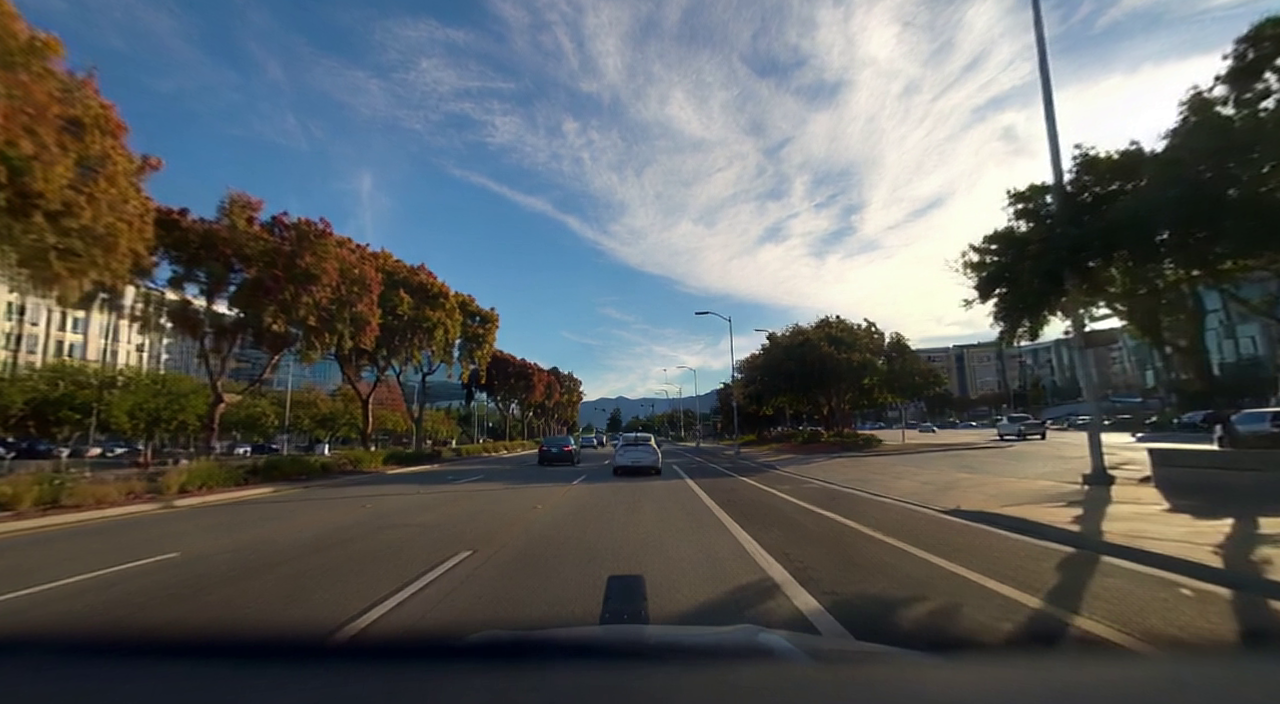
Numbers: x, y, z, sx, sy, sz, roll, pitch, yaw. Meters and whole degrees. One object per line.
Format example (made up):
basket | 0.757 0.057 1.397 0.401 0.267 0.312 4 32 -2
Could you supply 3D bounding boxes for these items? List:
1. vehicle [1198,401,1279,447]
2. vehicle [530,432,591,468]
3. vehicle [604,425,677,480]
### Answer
vehicle | 22.014 2.566 21.981 1.833 1.471 4.656 -2 -9 14
vehicle | -3.450 4.354 28.281 1.942 1.462 4.905 0 -8 2
vehicle | 0.011 3.337 21.151 2.199 1.652 4.101 0 -8 0
